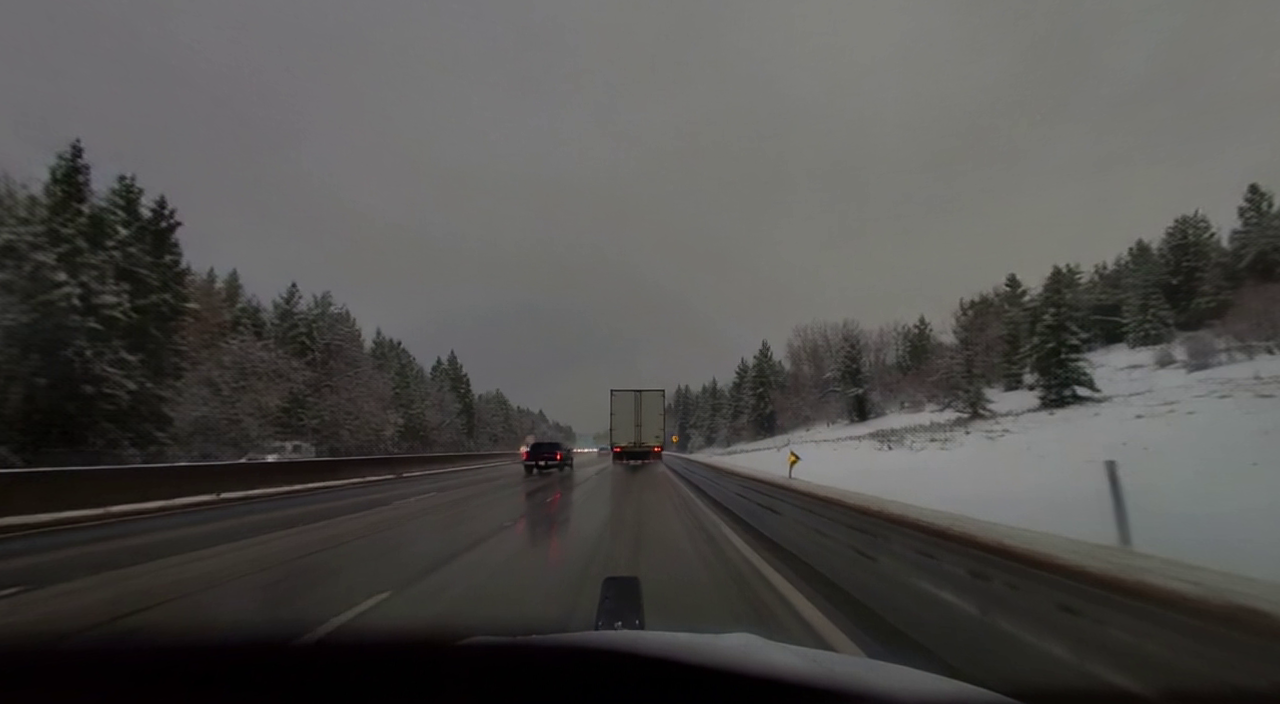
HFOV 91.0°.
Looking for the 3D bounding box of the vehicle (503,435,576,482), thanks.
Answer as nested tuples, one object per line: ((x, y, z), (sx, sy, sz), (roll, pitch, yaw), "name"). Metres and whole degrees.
((-4.267, 4.618, 27.583), (2.285, 1.833, 4.984), (0, -9, 1), "vehicle")

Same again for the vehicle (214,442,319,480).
((-21.534, 6.283, 36.748), (2.295, 1.987, 6.136), (0, -9, 1), "vehicle")

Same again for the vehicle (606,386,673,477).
((-0.004, 4.493, 34.587), (3.052, 4.132, 11.336), (0, -9, 0), "vehicle")
